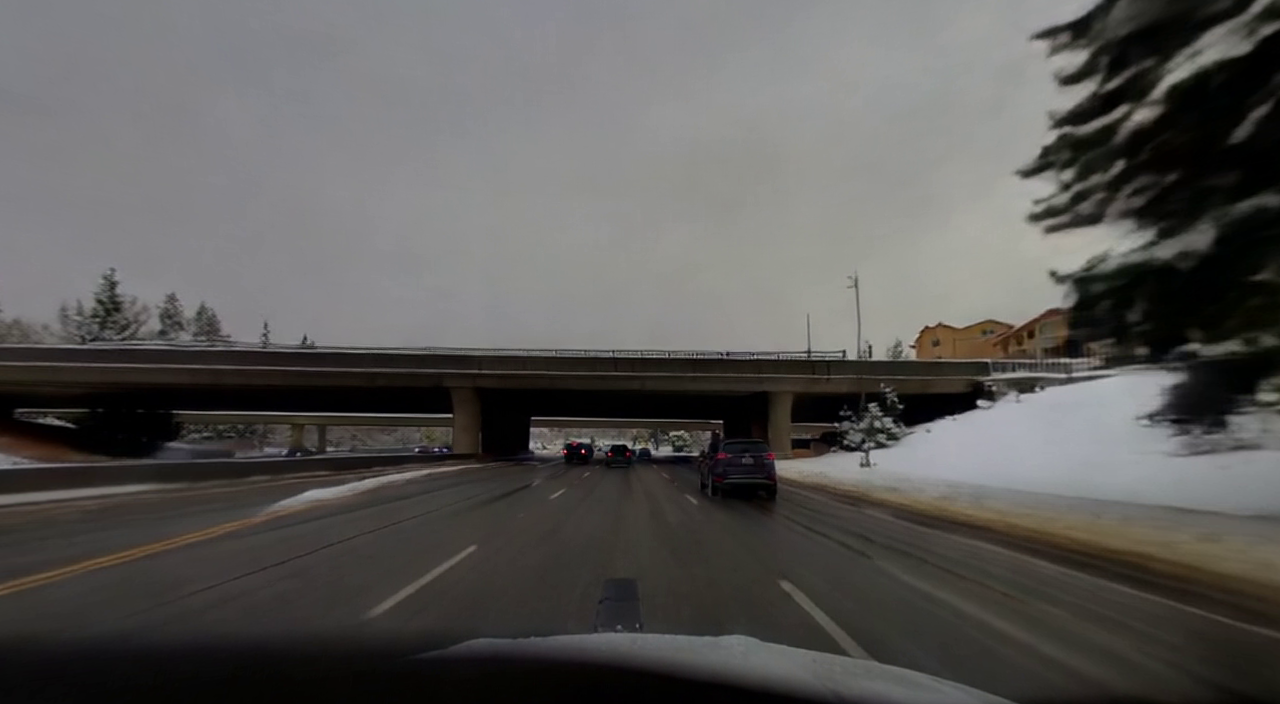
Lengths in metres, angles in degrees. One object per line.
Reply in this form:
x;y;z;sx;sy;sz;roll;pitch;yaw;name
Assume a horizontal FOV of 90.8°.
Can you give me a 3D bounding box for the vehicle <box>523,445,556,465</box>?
-7.754;7.973;49.135;2.007;1.519;4.366;0;-8;-3;vehicle
